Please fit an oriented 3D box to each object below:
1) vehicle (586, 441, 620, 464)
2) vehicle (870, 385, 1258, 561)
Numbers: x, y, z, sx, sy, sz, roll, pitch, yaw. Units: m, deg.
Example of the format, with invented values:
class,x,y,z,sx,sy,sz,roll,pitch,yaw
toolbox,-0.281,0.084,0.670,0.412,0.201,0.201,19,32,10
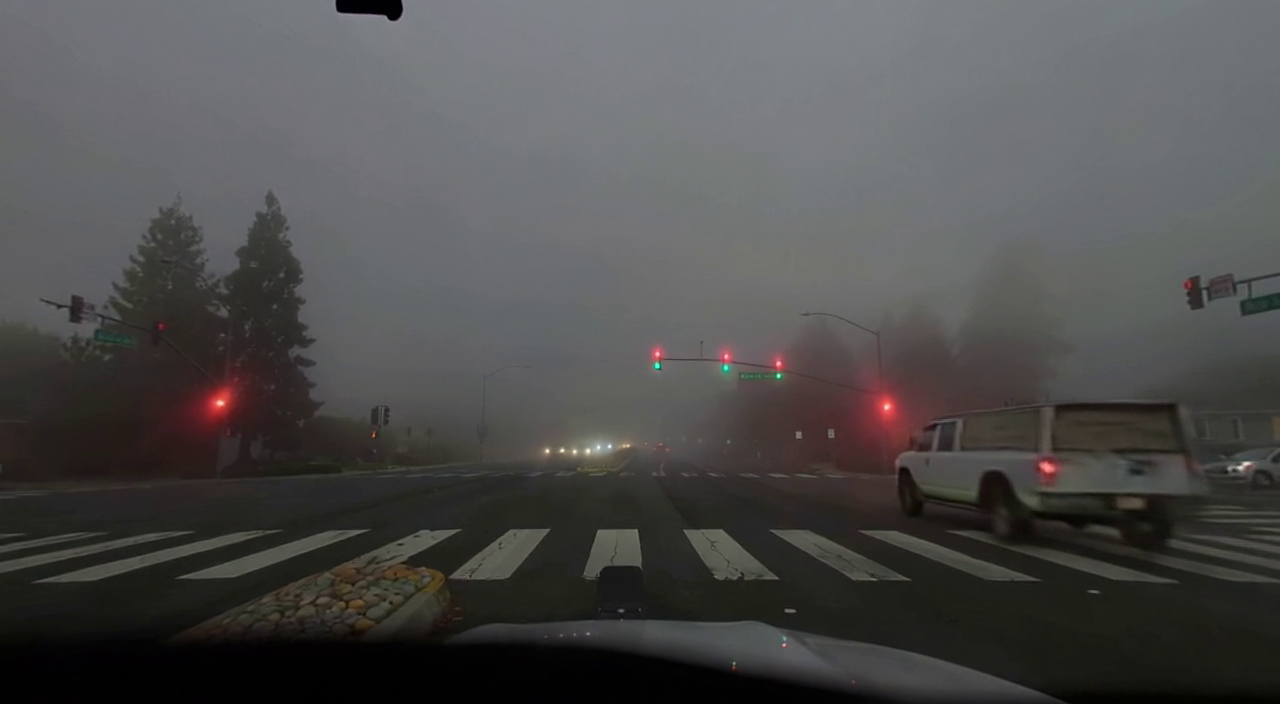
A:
class,x,y,z,sx,sy,sz,roll,pitch,yaw
vehicle,-2.433,6.710,42.285,2.045,1.484,3.991,0,-9,0
vehicle,6.006,1.840,10.295,2.273,2.042,5.717,0,-9,-1
